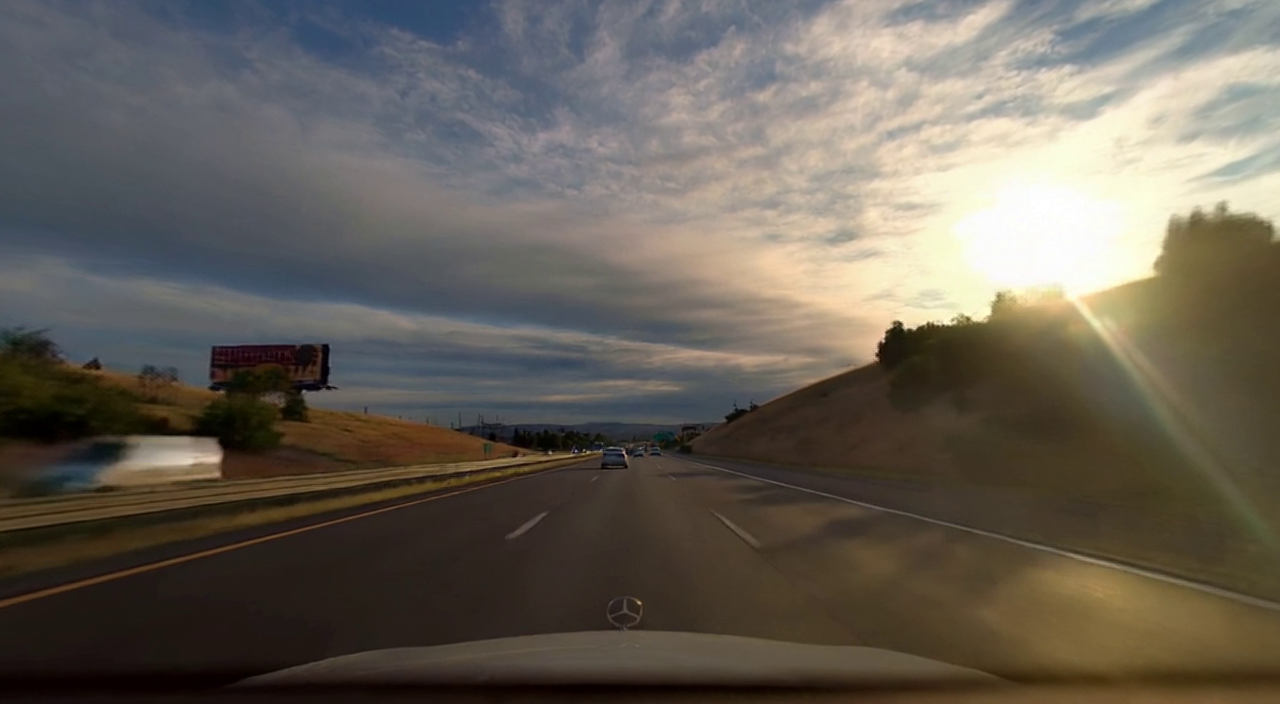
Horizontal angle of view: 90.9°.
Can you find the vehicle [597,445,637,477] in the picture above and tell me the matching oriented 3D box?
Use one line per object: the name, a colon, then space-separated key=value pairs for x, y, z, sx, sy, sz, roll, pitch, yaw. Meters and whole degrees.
vehicle: x=-1.136 y=5.643 z=32.770 sx=1.916 sy=1.494 sz=4.335 roll=0 pitch=-9 yaw=0
